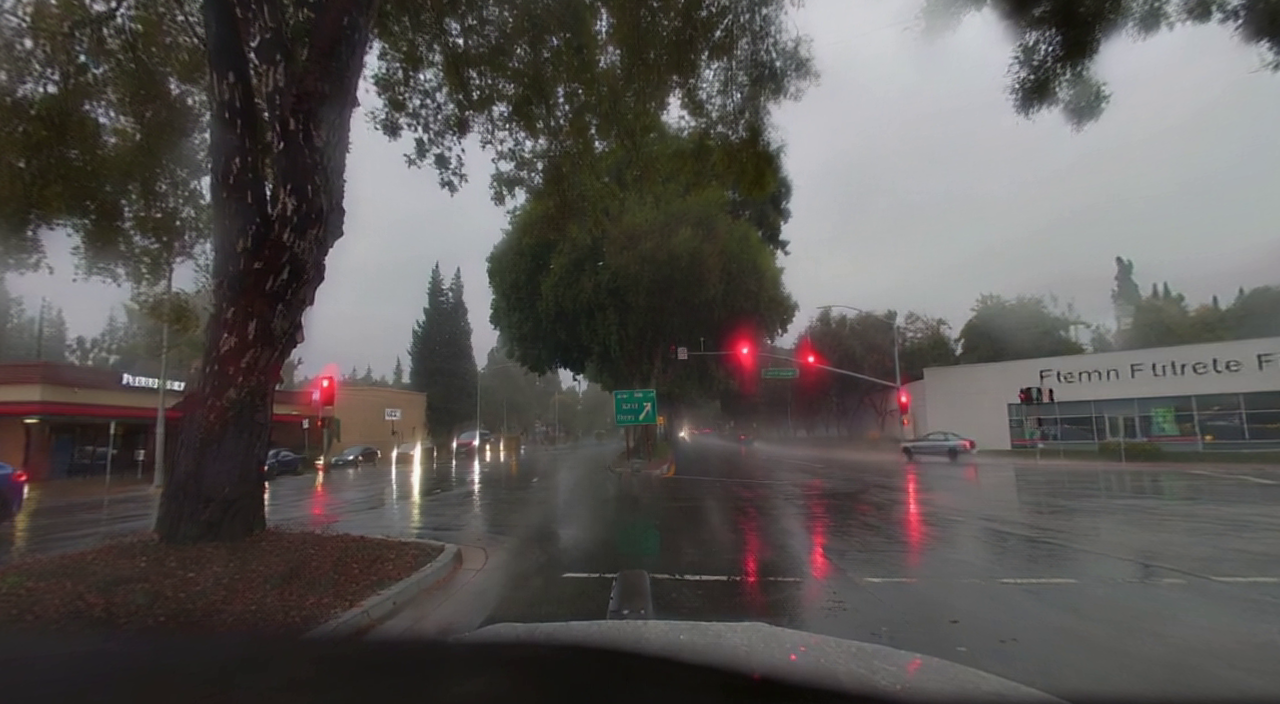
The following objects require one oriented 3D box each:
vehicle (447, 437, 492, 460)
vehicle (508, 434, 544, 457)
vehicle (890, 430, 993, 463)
[{"bbox_3d":[-11.777,6.685,43.886,2.111,1.499,4.371,0,-9,-3],"label":"vehicle"},{"bbox_3d":[-8.070,6.668,45.082,1.920,1.546,4.086,0,-9,-1],"label":"vehicle"},{"bbox_3d":[16.376,5.140,34.362,4.667,1.664,1.936,-6,-11,36],"label":"vehicle"}]
